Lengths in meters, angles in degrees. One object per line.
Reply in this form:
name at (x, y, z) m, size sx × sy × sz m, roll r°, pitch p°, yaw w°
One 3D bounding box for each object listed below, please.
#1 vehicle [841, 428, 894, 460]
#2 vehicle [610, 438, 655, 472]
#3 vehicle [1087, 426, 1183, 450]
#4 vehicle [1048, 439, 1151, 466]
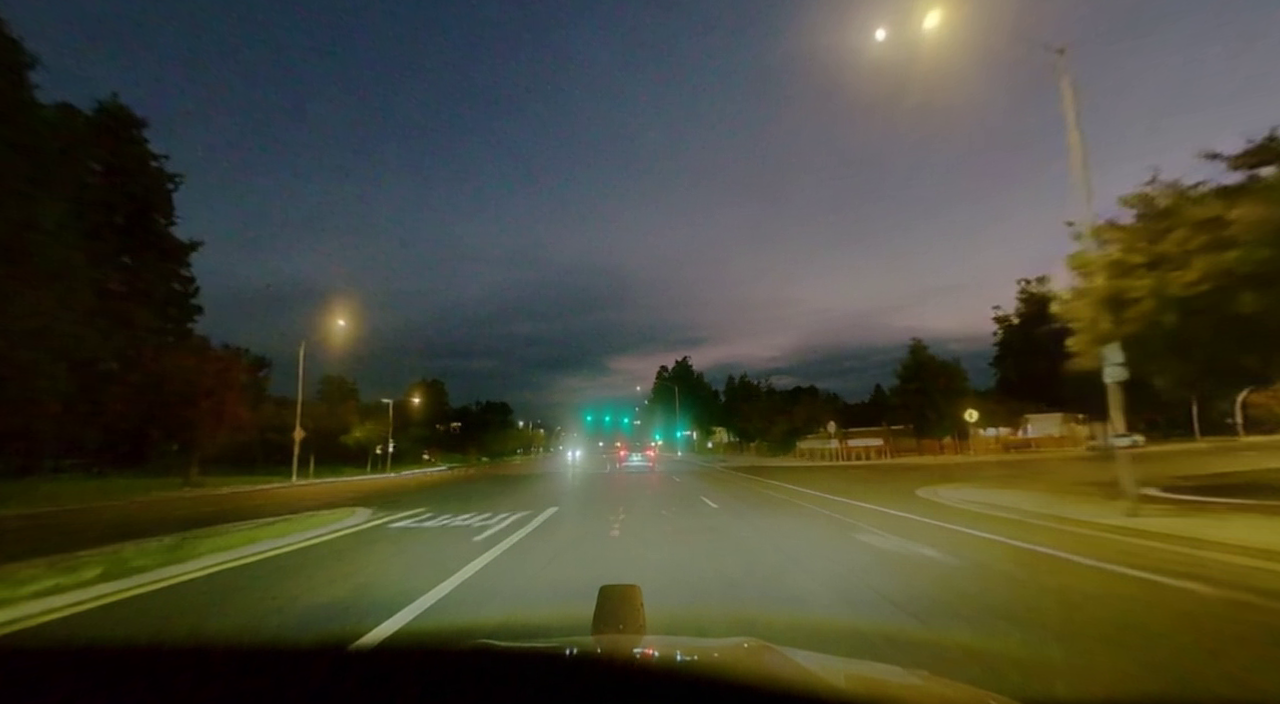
vehicle at (14.950, 6.009, 41.024) m, size 2.666 × 1.892 × 5.391 m, roll -4°, pitch -9°, yaw 25°
vehicle at (-0.500, 5.848, 35.933) m, size 2.165 × 1.783 × 4.391 m, roll 1°, pitch -8°, yaw -6°
vehicle at (35.630, 6.232, 45.315) m, size 1.847 × 1.578 × 4.998 m, roll 6°, pitch -10°, yaw -36°
vehicle at (24.752, 5.393, 33.844) m, size 4.466 × 1.414 × 1.977 m, roll 2°, pitch -9°, yaw -15°
